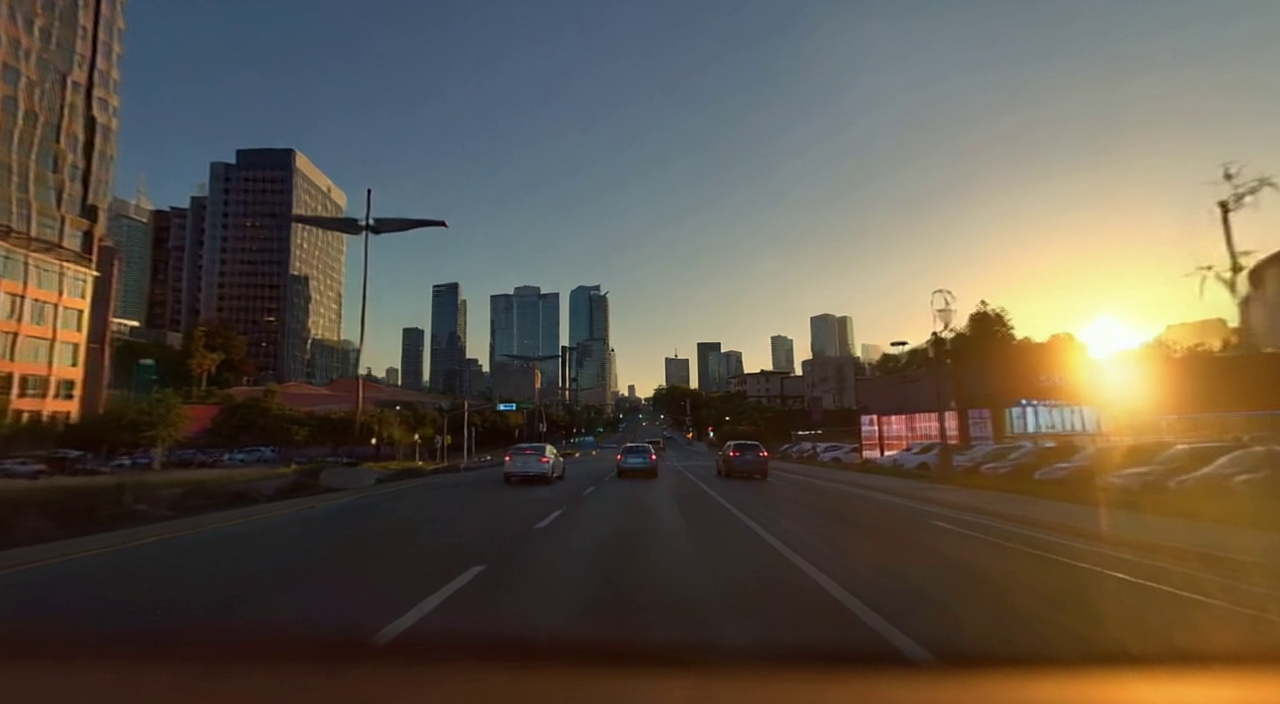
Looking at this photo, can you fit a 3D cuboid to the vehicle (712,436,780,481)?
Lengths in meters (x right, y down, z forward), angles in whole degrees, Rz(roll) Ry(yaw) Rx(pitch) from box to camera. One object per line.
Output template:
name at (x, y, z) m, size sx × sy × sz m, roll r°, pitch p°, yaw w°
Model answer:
vehicle at (4.212, 4.291, 25.705) m, size 2.007 × 1.683 × 4.171 m, roll 0°, pitch -8°, yaw 0°

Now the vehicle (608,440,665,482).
vehicle at (-0.120, 4.206, 24.619) m, size 2.059 × 1.477 × 3.988 m, roll 0°, pitch -8°, yaw 0°

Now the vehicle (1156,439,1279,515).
vehicle at (13.701, 2.653, 13.851) m, size 4.103 × 1.434 × 2.024 m, roll 4°, pitch -9°, yaw -27°

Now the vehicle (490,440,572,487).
vehicle at (-3.755, 3.947, 22.657) m, size 2.029 × 1.482 × 4.591 m, roll 0°, pitch -8°, yaw 1°

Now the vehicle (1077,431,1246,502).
vehicle at (13.941, 2.983, 16.823) m, size 4.230 × 1.645 × 1.998 m, roll 5°, pitch -10°, yaw -30°
